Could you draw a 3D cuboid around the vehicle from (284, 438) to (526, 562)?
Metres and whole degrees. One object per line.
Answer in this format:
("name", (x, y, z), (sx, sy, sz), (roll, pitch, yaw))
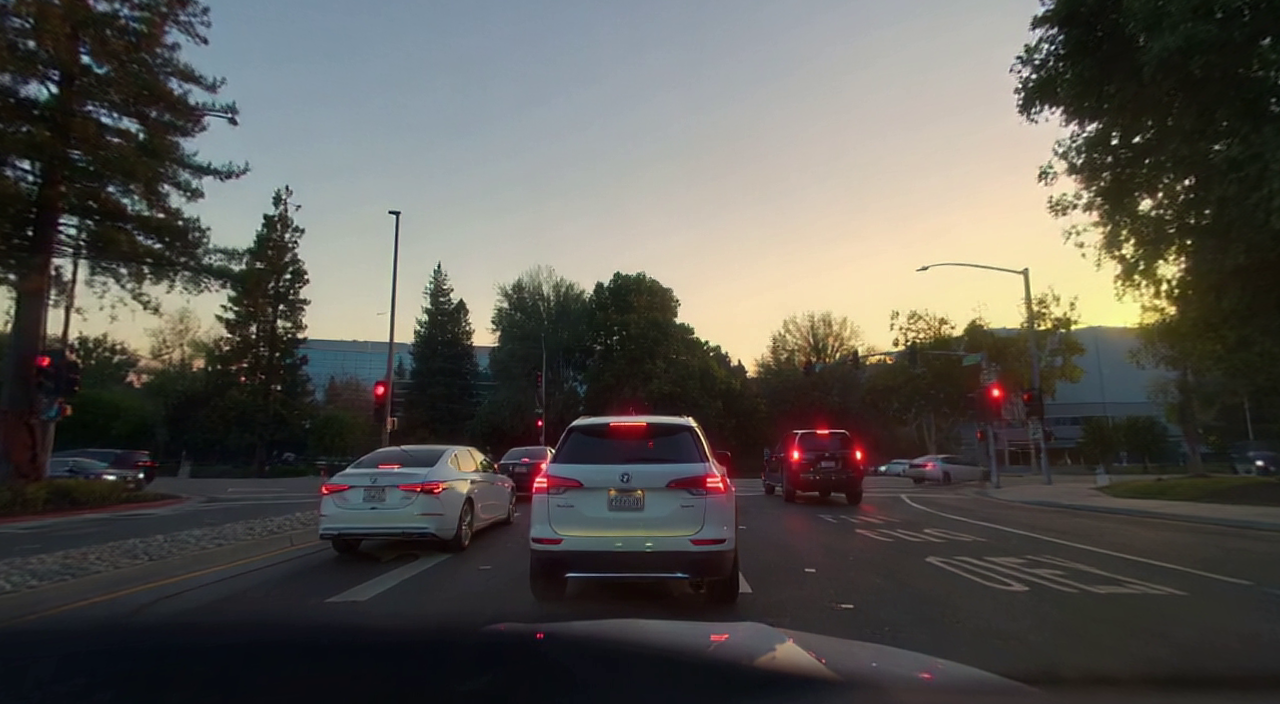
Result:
("vehicle", (-3.205, 2.093, 9.764), (1.913, 1.453, 4.413), (0, -8, 2))

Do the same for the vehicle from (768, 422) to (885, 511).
("vehicle", (4.798, 3.000, 16.921), (2.084, 2.053, 4.073), (-1, -8, 4))

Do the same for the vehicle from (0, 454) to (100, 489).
("vehicle", (-27.056, 5.277, 27.954), (4.198, 1.444, 1.765), (2, -9, -15))

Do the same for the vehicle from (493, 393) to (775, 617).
("vehicle", (-0.040, 1.520, 7.179), (2.203, 1.757, 4.286), (0, -8, 0))

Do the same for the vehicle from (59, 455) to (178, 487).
("vehicle", (-26.001, 5.945, 31.603), (4.140, 1.444, 1.742), (2, -9, -15))
